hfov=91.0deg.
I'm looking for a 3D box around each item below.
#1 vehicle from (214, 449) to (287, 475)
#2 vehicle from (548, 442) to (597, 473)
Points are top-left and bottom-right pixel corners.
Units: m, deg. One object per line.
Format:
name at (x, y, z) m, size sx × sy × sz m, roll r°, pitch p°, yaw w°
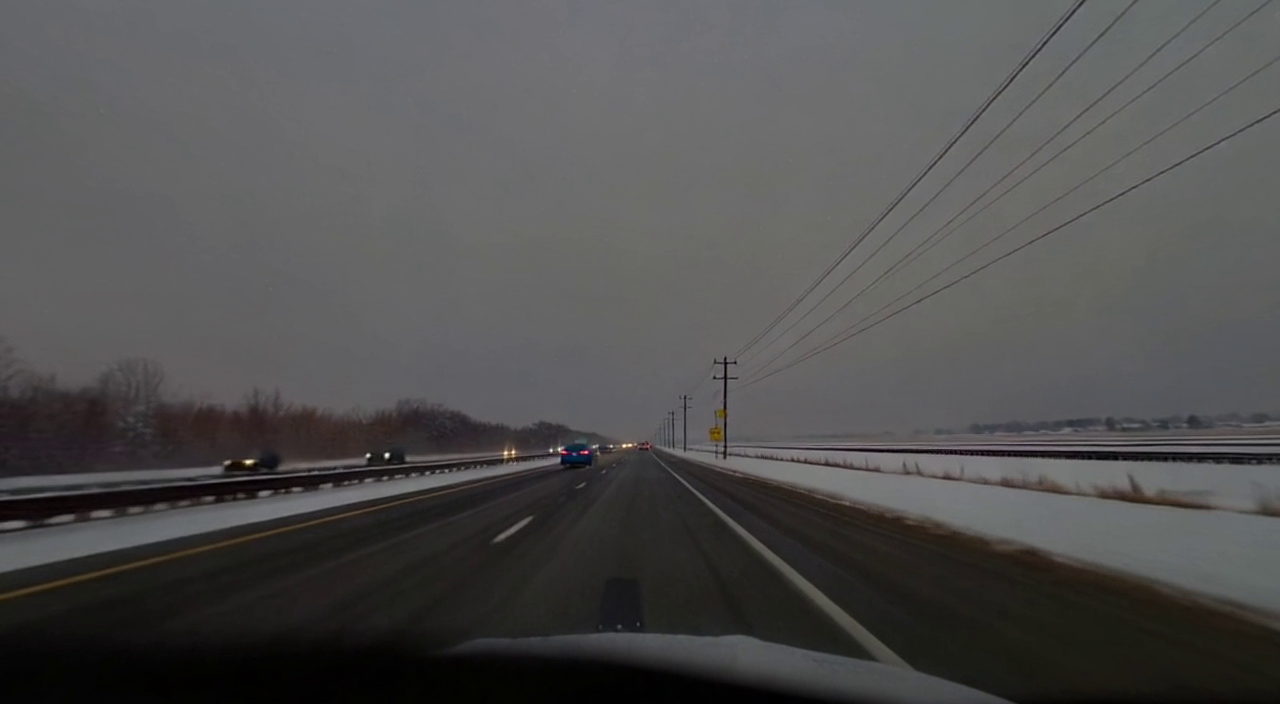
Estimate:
vehicle at (-24.916, 7.024, 40.486) m, size 1.858 × 1.529 × 4.350 m, roll 0°, pitch -9°, yaw 1°
vehicle at (-3.586, 5.740, 34.464) m, size 2.120 × 1.597 × 4.810 m, roll 0°, pitch -9°, yaw 1°
